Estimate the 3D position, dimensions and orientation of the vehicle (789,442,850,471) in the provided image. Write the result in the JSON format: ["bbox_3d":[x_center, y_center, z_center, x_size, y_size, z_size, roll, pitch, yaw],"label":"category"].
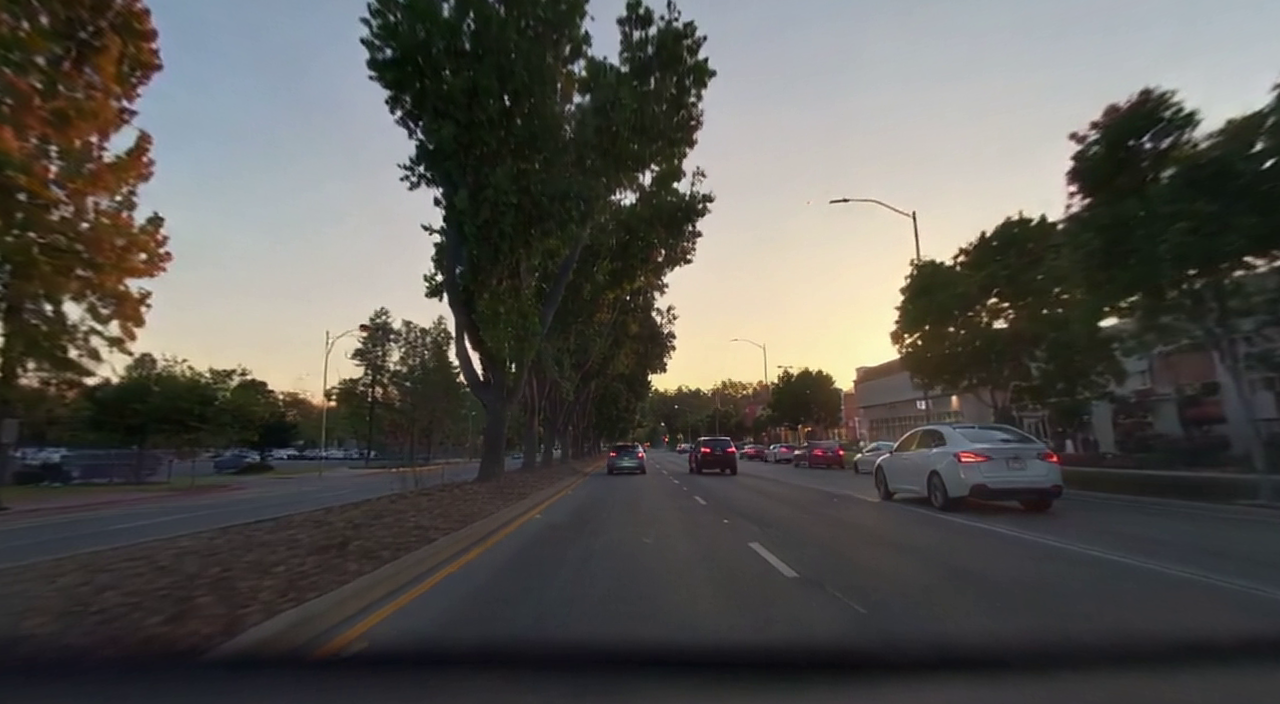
[{"bbox_3d":[10.014,5.861,35.652,2.021,1.481,4.746,0,-8,0],"label":"vehicle"}]

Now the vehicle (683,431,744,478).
[{"bbox_3d":[3.056,4.368,27.162,1.955,1.845,4.538,0,-8,-2],"label":"vehicle"}]

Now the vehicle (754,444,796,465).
[{"bbox_3d":[9.973,7.593,46.971,1.898,1.475,4.860,0,-8,-2],"label":"vehicle"}]

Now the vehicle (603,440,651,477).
[{"bbox_3d":[-0.591,4.803,28.785,2.037,1.568,3.693,0,-8,-1],"label":"vehicle"}]

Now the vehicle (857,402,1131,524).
[{"bbox_3d":[6.628,2.188,12.950,2.240,1.923,5.678,0,-8,-1],"label":"vehicle"}]
